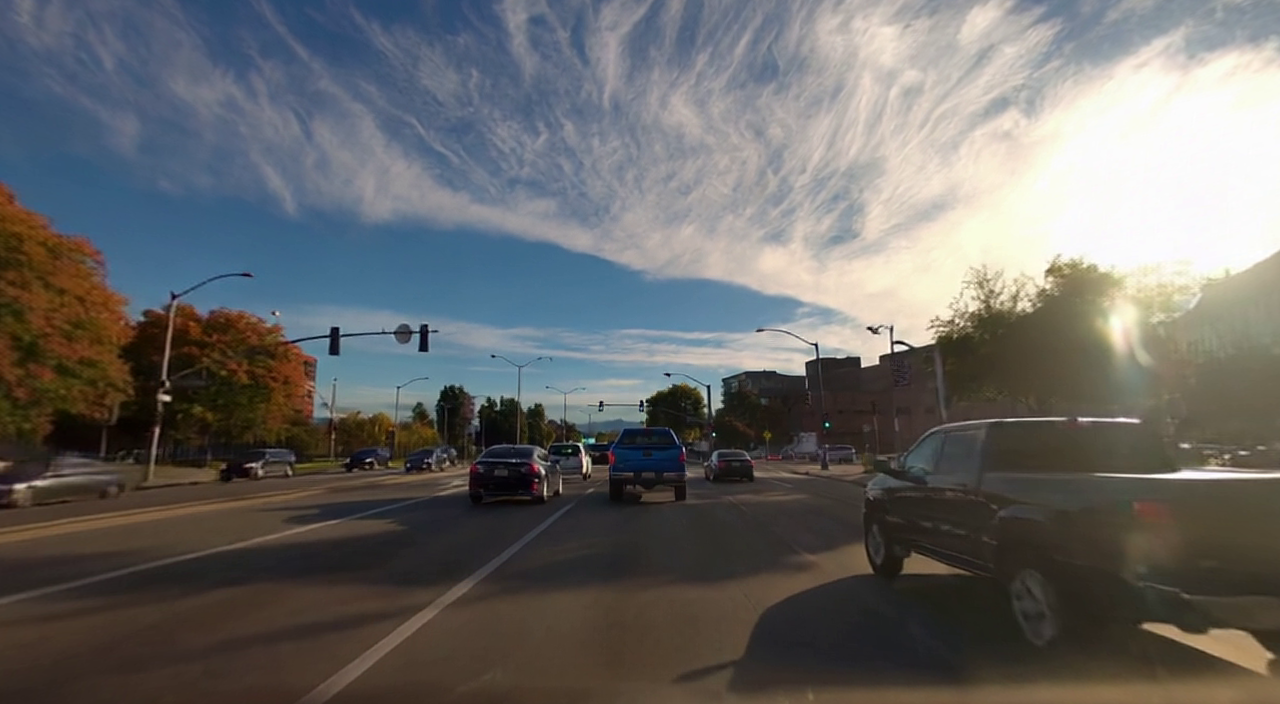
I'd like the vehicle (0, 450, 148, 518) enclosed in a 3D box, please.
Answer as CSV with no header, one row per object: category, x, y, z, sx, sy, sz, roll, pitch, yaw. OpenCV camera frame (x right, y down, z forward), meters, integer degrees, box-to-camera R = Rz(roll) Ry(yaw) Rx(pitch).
vehicle,-15.230,3.237,15.884,1.897,1.461,4.602,0,-8,1

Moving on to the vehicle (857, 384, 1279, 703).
vehicle,3.399,1.258,4.890,1.955,1.628,4.152,0,-8,0

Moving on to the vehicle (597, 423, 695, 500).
vehicle,0.125,3.149,18.564,2.493,1.934,4.957,0,-8,0

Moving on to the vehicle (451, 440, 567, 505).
vehicle,-3.259,3.104,16.704,1.986,1.465,4.509,0,-8,2

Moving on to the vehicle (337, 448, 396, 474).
vehicle,-18.476,7.365,42.803,2.025,1.625,4.527,0,-8,0

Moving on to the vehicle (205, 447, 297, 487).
vehicle,-17.816,5.241,29.120,1.985,1.642,4.081,1,-9,-6

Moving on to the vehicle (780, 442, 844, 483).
vehicle,8.778,5.636,32.571,2.126,1.820,4.521,3,-8,2

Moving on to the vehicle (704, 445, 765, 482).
vehicle,4.072,4.875,27.946,1.968,1.472,4.456,0,-8,0

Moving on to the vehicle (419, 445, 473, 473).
vehicle,-12.362,6.804,40.436,2.054,1.662,4.384,0,-8,0
